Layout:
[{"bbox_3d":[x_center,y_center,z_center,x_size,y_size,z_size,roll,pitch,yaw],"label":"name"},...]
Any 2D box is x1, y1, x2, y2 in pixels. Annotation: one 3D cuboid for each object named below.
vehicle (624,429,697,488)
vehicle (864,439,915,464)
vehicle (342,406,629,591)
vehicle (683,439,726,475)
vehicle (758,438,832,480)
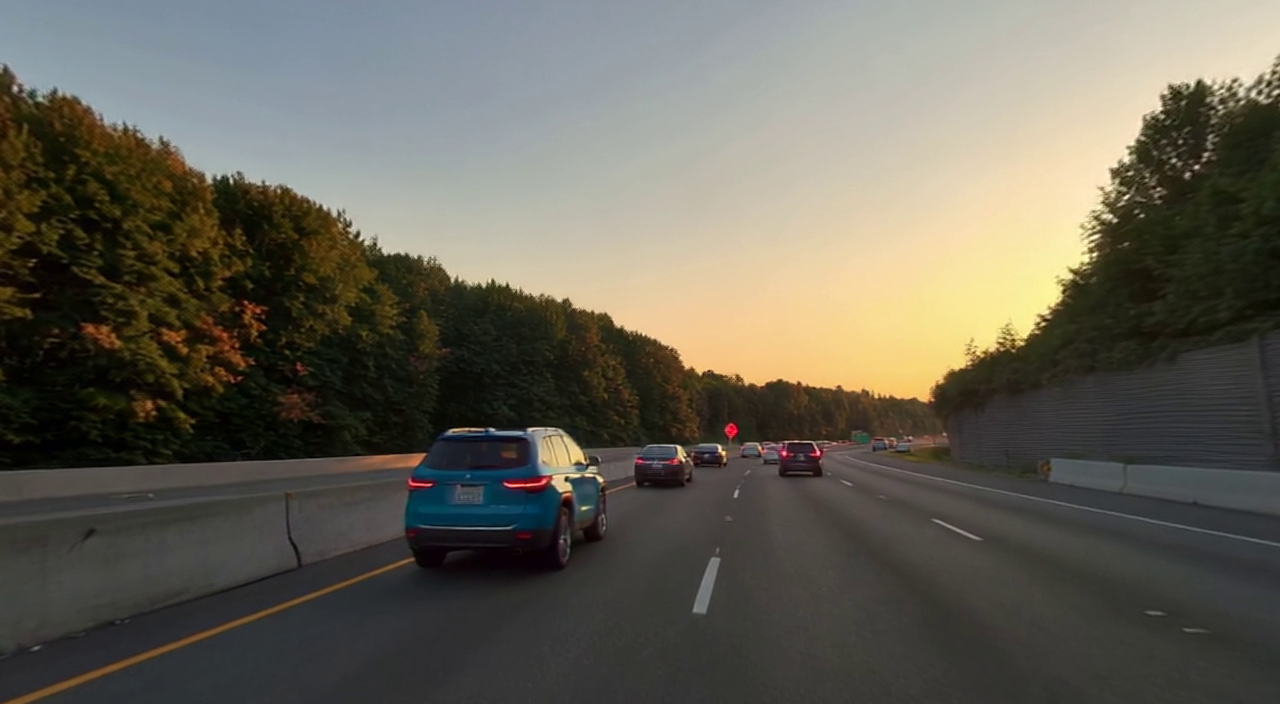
[{"bbox_3d":[0.737,3.336,19.974,2.017,1.662,3.543,-1,-8,7],"label":"vehicle"},{"bbox_3d":[15.894,6.317,40.268,1.990,1.478,4.475,-1,-8,8],"label":"vehicle"},{"bbox_3d":[-1.477,1.621,7.853,2.021,1.635,4.085,-1,-8,9],"label":"vehicle"},{"bbox_3d":[2.873,4.572,27.717,1.755,1.457,3.686,-1,-8,7],"label":"vehicle"},{"bbox_3d":[5.802,4.037,24.158,1.962,1.442,4.536,-1,-8,4],"label":"vehicle"}]
